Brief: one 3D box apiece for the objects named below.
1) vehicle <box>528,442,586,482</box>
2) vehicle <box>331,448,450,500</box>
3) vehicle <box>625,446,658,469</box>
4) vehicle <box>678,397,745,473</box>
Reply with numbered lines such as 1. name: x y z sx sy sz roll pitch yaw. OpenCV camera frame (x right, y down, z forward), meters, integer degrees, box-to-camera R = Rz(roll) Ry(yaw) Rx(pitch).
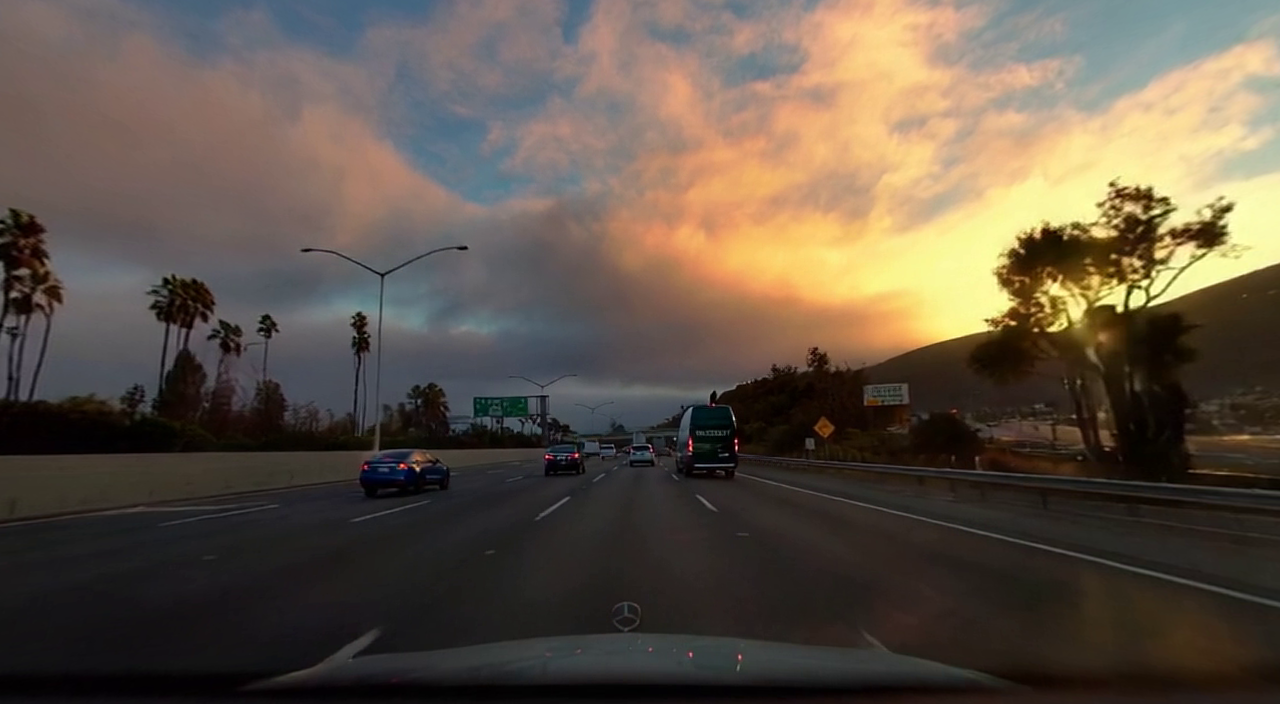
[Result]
1. vehicle: -3.692 4.951 28.679 2.017 1.683 4.094 0 -9 1
2. vehicle: -7.905 3.876 20.497 2.050 1.487 4.372 0 -9 1
3. vehicle: 0.098 7.090 42.444 2.085 1.507 4.096 0 -9 0
4. vehicle: 4.015 5.011 37.418 3.086 3.984 8.371 0 -9 1
